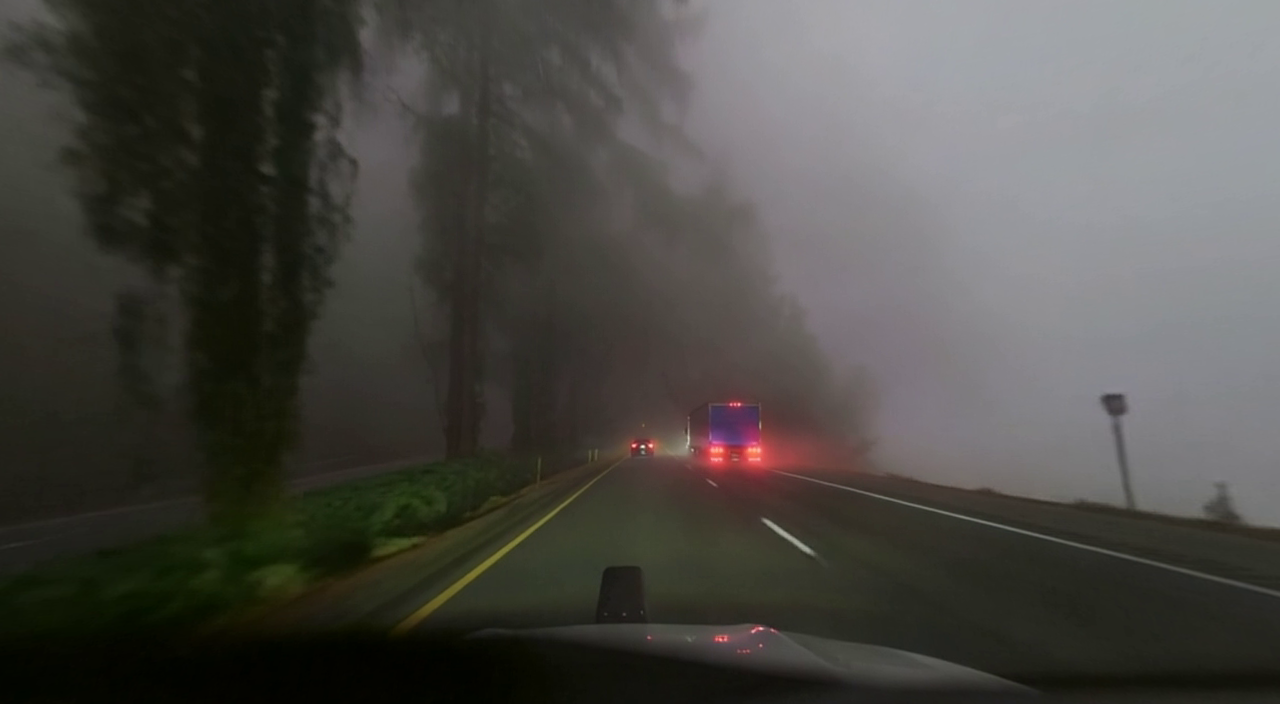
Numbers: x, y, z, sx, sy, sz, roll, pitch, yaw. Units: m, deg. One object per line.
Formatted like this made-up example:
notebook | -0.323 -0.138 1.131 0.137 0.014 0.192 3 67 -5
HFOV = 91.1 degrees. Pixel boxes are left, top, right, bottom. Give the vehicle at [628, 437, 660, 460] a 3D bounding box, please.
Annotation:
vehicle | 0.291 6.781 44.235 2.170 1.544 4.373 0 -8 0

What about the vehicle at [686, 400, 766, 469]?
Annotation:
vehicle | 4.337 4.473 33.555 3.015 3.211 7.982 0 -8 -1
